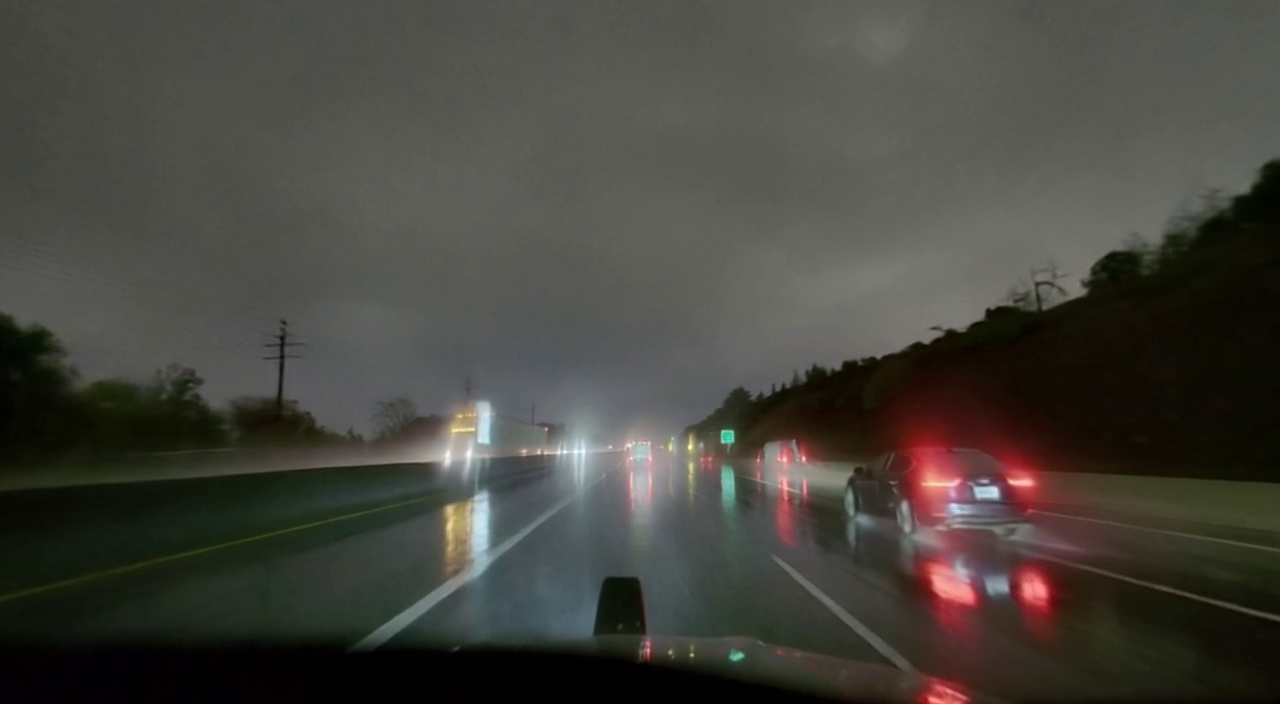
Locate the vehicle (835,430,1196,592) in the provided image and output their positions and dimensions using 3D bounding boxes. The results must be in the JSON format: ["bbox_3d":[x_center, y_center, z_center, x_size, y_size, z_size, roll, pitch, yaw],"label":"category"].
[{"bbox_3d":[4.179,1.824,8.063,1.976,1.495,4.217,0,-9,-1],"label":"vehicle"}]
